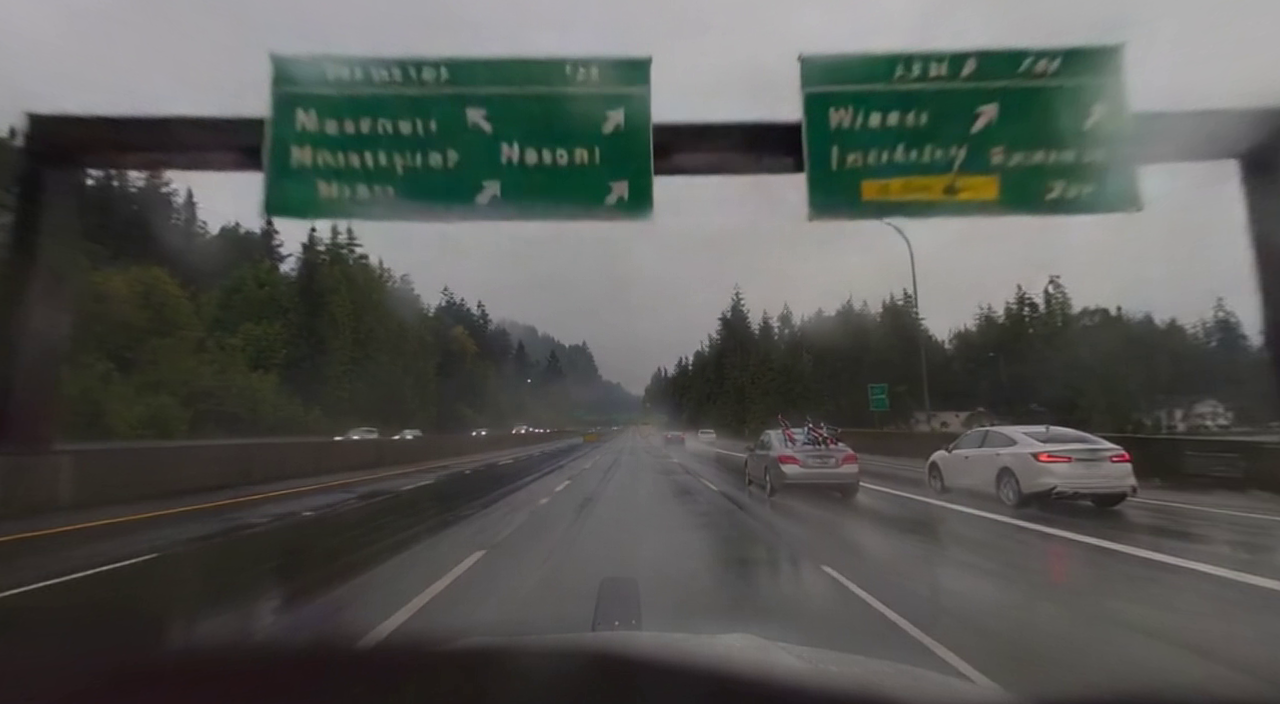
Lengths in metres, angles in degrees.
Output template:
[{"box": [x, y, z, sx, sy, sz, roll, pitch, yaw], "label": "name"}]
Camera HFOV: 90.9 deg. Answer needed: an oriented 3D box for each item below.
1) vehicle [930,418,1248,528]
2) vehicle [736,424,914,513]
[{"box": [7.323, 1.988, 11.134, 2.034, 1.511, 4.785, 0, -8, -1], "label": "vehicle"}, {"box": [3.413, 2.225, 12.712, 2.094, 1.441, 4.568, 0, -8, -2], "label": "vehicle"}]
